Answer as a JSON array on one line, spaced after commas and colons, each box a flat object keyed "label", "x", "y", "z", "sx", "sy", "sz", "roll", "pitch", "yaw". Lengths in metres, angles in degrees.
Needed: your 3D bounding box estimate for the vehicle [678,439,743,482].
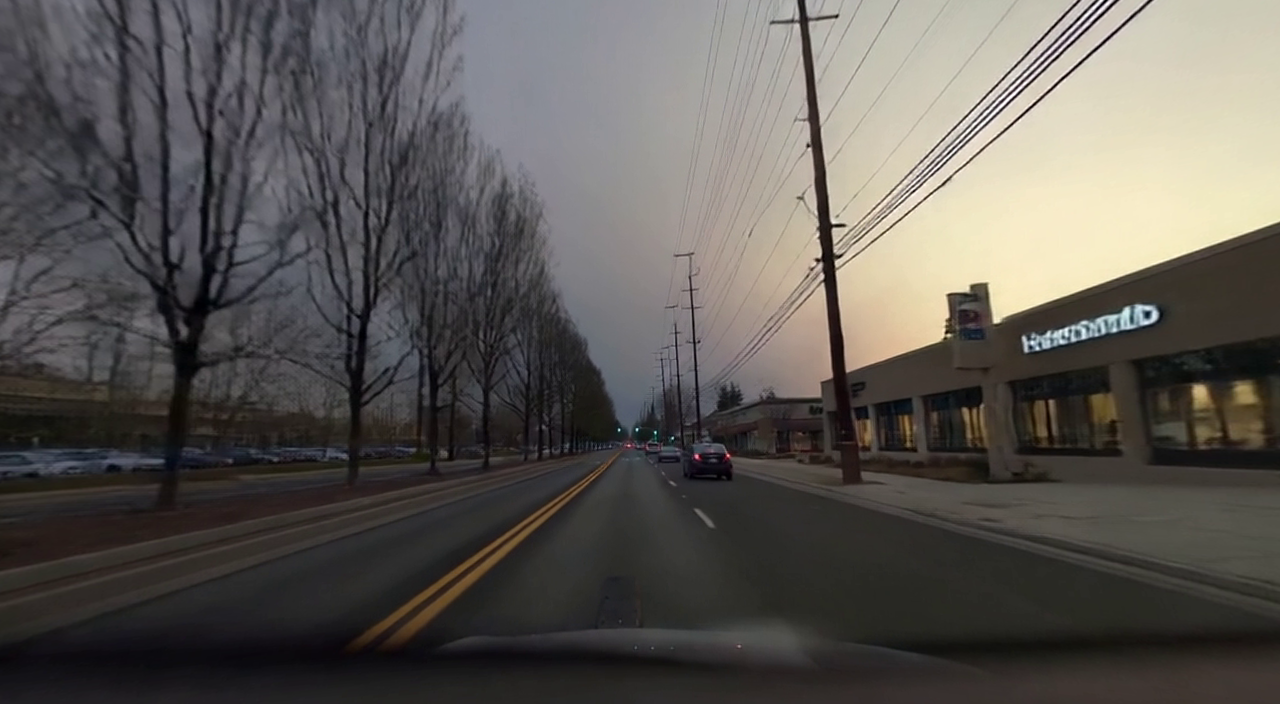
[{"label": "vehicle", "x": 2.612, "y": 4.107, "z": 24.190, "sx": 1.975, "sy": 1.497, "sz": 3.647, "roll": 0, "pitch": -9, "yaw": -1}]
